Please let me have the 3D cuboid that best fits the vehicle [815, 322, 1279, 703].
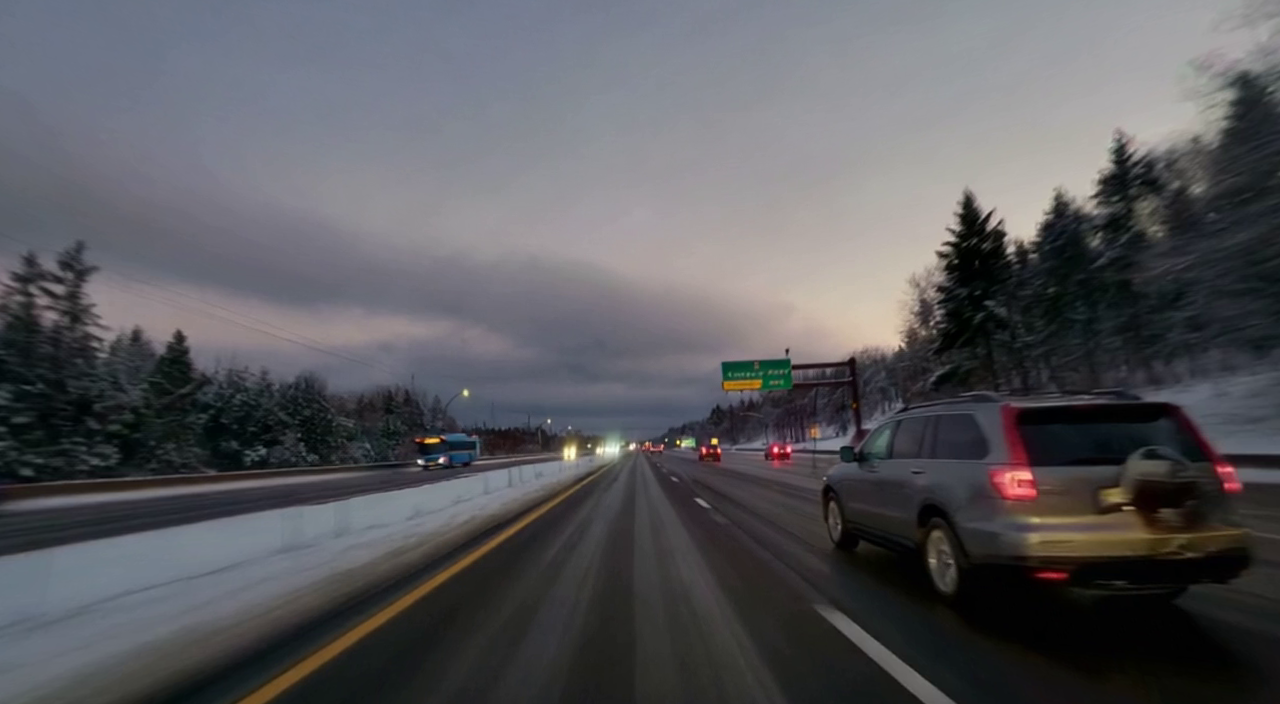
[{"bbox_3d":[3.245,1.146,5.093,2.207,1.850,4.875,0,-9,0],"label":"vehicle"}]
